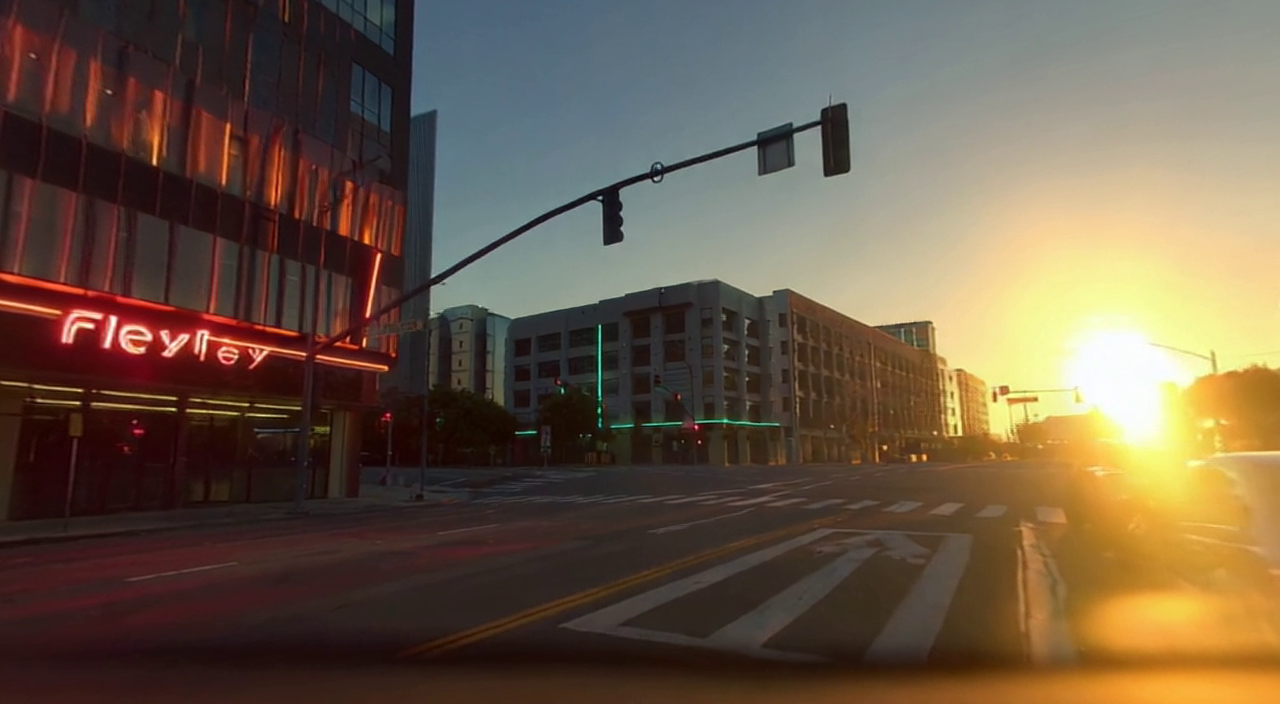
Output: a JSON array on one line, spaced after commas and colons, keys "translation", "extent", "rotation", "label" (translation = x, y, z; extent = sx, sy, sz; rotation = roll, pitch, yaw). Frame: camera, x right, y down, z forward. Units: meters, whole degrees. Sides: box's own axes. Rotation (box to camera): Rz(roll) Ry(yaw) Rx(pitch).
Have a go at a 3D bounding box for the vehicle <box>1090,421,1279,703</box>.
[{"translation": [4.312, 1.225, 3.922], "extent": [1.872, 1.459, 4.483], "rotation": [-5, -10, 29], "label": "vehicle"}]
